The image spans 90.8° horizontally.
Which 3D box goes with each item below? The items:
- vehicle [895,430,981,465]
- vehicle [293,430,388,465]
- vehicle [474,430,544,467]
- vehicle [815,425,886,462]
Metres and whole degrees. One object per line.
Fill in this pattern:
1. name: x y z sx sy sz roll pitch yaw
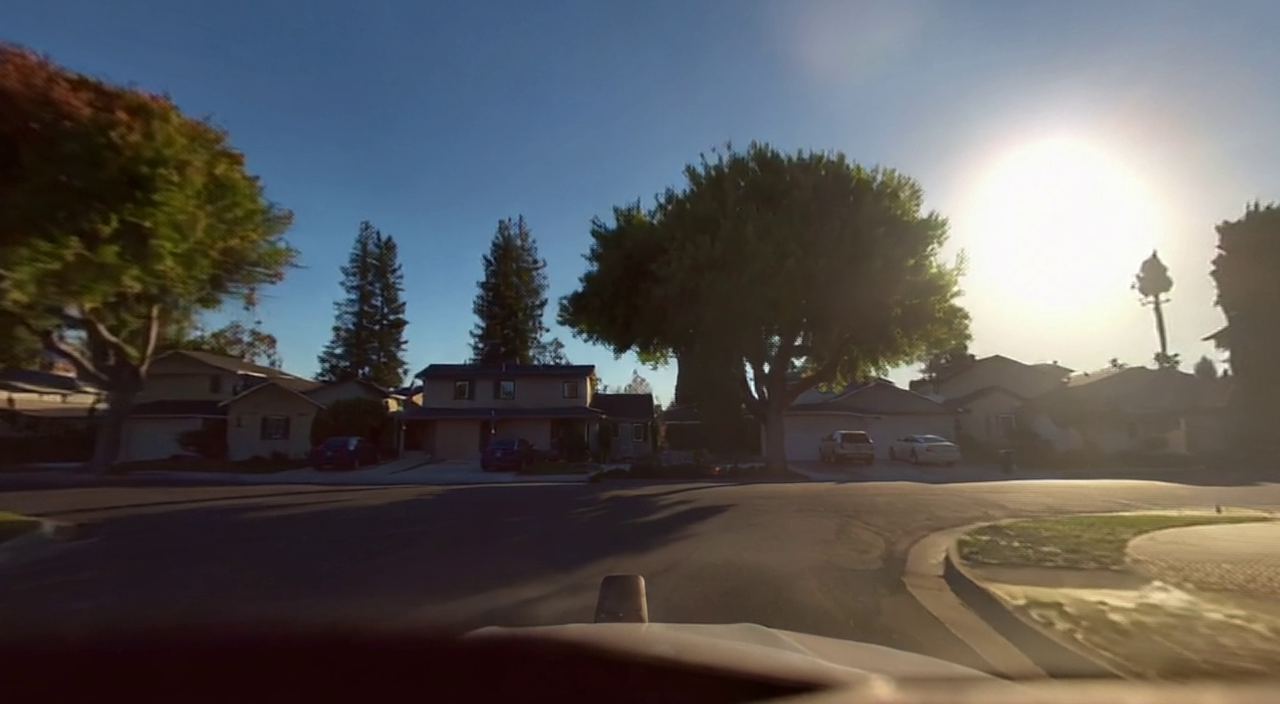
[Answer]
1. vehicle: 14.418 4.674 30.865 1.873 1.556 4.216 1 -9 -4
2. vehicle: -15.661 5.043 33.305 1.942 1.700 4.478 -2 -9 16
3. vehicle: -6.303 4.724 30.985 1.942 1.651 4.655 -1 -9 6
4. vehicle: 10.472 4.623 31.752 1.937 1.731 4.179 1 -9 -3
